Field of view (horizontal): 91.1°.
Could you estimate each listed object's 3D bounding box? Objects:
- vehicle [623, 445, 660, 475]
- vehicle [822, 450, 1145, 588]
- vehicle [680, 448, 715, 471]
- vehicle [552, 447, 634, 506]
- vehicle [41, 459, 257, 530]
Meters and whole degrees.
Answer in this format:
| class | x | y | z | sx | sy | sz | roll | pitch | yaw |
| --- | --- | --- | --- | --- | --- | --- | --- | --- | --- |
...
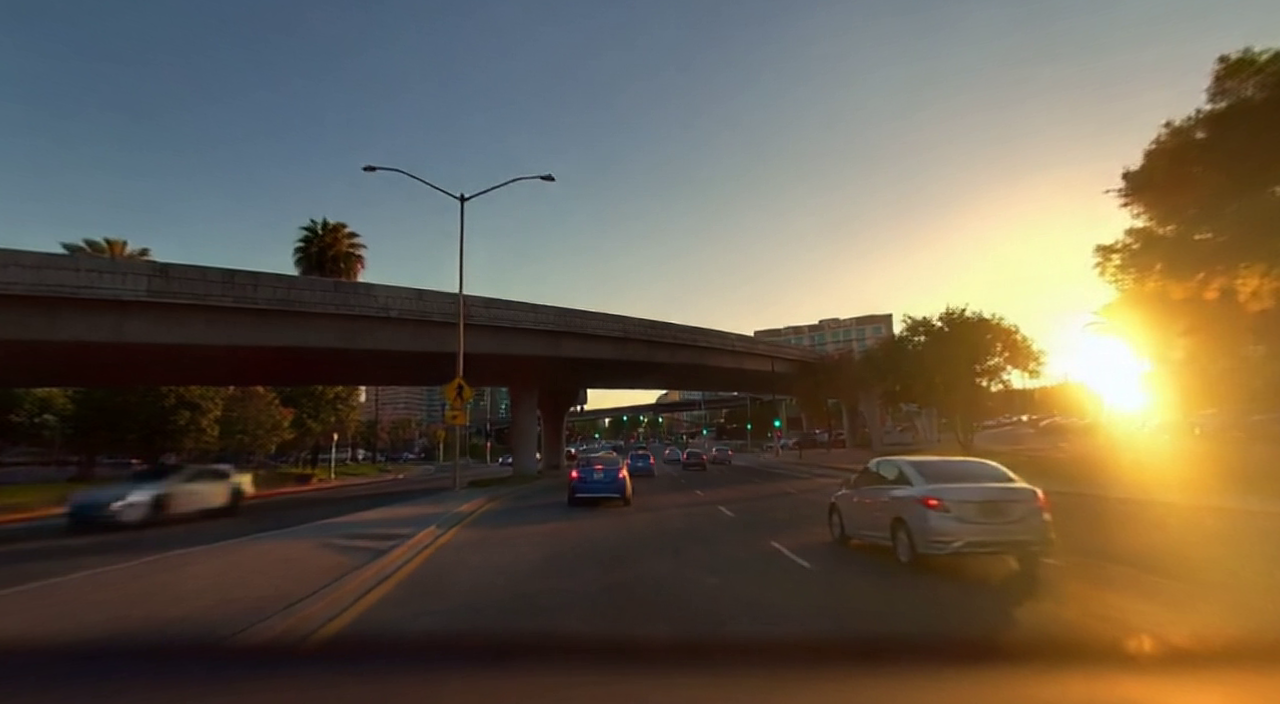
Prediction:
| class | x | y | z | sx | sy | sz | roll | pitch | yaw |
| --- | --- | --- | --- | --- | --- | --- | --- | --- | --- |
| vehicle | 0.076 | 6.687 | 39.026 | 2.172 | 1.694 | 4.055 | 1 | -9 | 0 |
| vehicle | 4.195 | 2.073 | 8.681 | 2.156 | 1.404 | 4.120 | 0 | -9 | 1 |
| vehicle | 4.102 | 7.739 | 45.413 | 2.119 | 1.509 | 4.495 | 1 | -9 | 0 |
| vehicle | -1.348 | 3.577 | 18.520 | 2.111 | 1.506 | 4.018 | 1 | -9 | -3 |
| vehicle | -12.861 | 3.724 | 16.983 | 1.963 | 1.518 | 4.822 | 1 | -9 | -1 |
